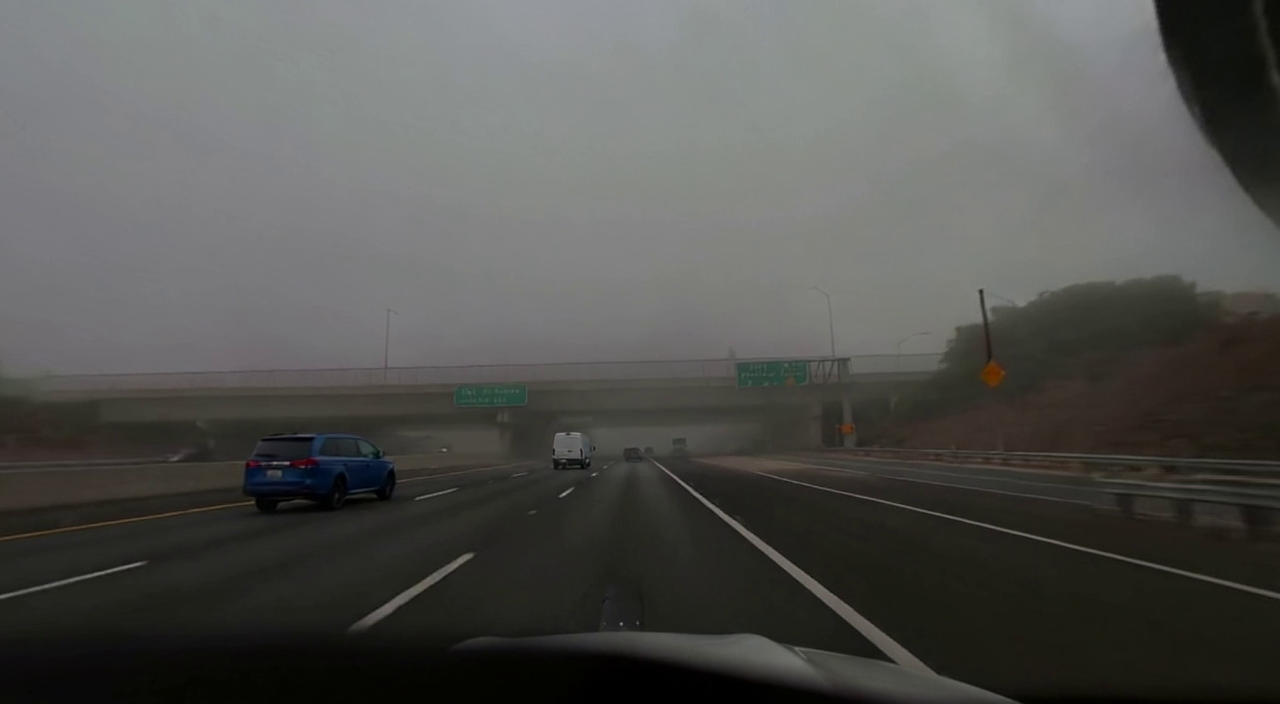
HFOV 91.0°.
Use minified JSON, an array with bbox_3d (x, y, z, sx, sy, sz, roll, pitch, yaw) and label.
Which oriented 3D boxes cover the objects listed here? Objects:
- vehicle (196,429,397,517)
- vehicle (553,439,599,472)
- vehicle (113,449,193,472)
[{"bbox_3d":[-7.756,2.770,14.908,2.092,1.712,4.627,0,-9,0],"label":"vehicle"},{"bbox_3d":[-3.732,6.182,37.705,2.144,1.847,4.850,0,-9,1],"label":"vehicle"},{"bbox_3d":[-33.761,7.516,43.821,1.775,1.506,4.629,0,-9,0],"label":"vehicle"}]
